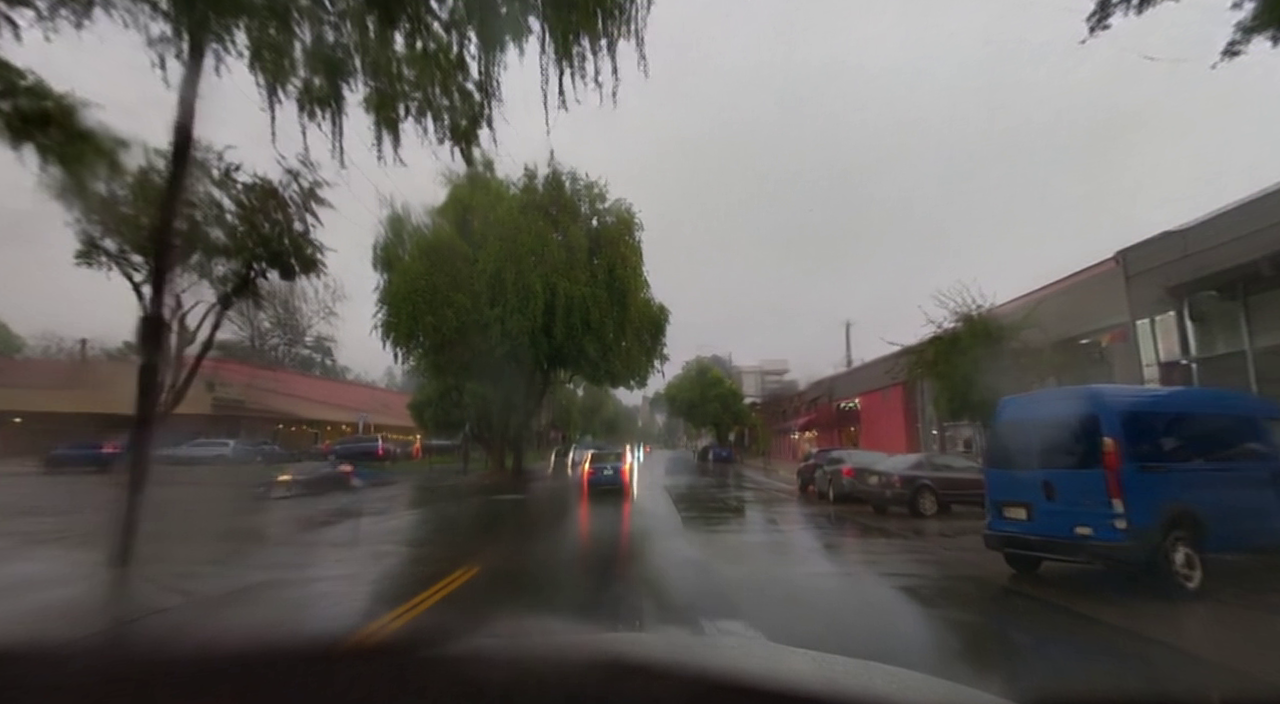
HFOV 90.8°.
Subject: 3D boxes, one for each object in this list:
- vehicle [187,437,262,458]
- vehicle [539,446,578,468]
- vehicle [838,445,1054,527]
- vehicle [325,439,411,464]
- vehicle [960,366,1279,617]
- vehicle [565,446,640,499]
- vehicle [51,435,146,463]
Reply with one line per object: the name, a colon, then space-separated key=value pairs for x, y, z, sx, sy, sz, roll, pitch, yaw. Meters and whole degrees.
vehicle: x=-31.861 y=7.332 z=48.535 sx=4.410 sy=1.611 sz=1.880 roll=0 pitch=-9 yaw=-1
vehicle: x=-5.885 y=7.659 z=46.137 sx=2.049 sy=1.490 sz=4.501 roll=0 pitch=-8 yaw=3
vehicle: x=6.485 y=2.731 z=13.401 sx=4.097 sy=1.476 sz=1.864 roll=4 pitch=-9 yaw=-25
vehicle: x=-18.336 y=6.729 z=42.769 sx=4.892 sy=1.679 sz=1.927 roll=1 pitch=-9 yaw=-6
vehicle: x=6.733 y=1.502 z=7.610 sx=5.385 sy=2.146 sz=2.143 roll=4 pitch=-9 yaw=-25
vehicle: x=-1.241 y=3.710 z=19.916 sx=2.065 sy=1.450 sz=4.522 roll=1 pitch=-9 yaw=-5
vehicle: x=-31.776 y=5.683 z=37.115 sx=3.915 sy=1.574 sz=1.850 roll=0 pitch=-9 yaw=3
